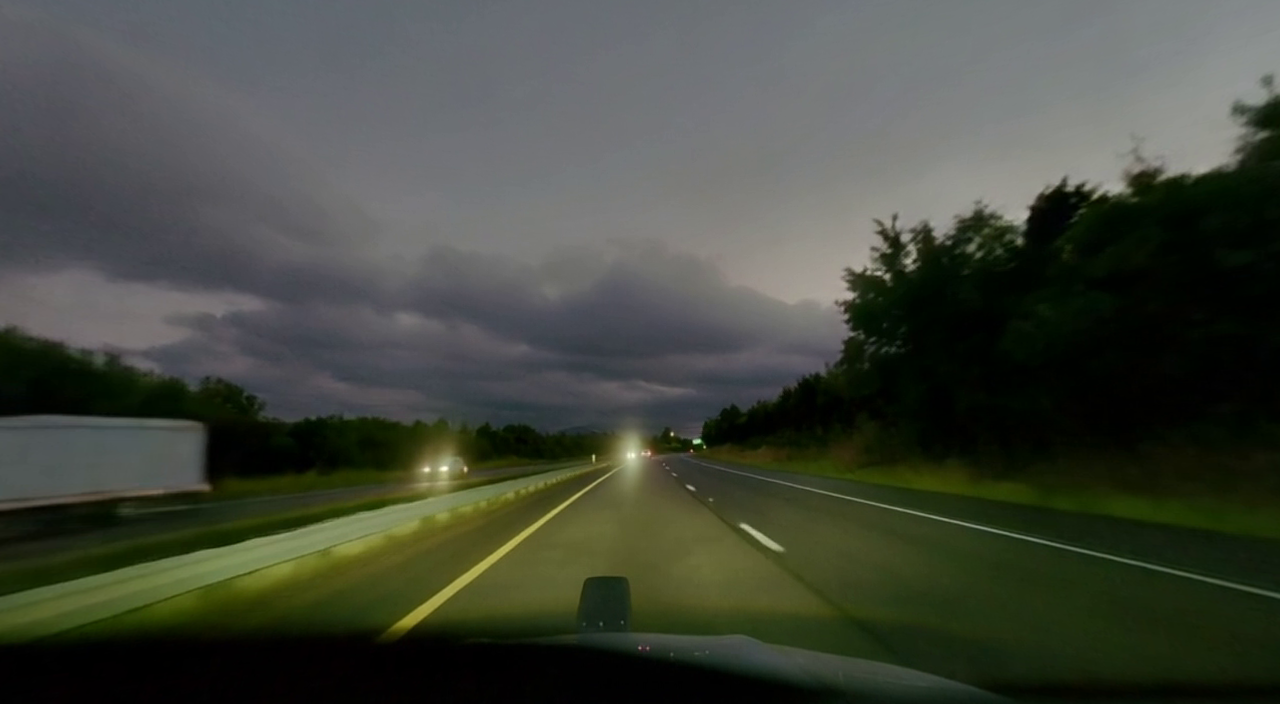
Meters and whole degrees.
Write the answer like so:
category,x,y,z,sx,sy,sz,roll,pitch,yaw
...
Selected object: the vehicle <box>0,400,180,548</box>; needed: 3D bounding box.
category,x,y,z,sx,sy,sz,roll,pitch,yaw
vehicle,-12.993,2.256,11.673,2.714,2.654,8.303,0,-9,0
